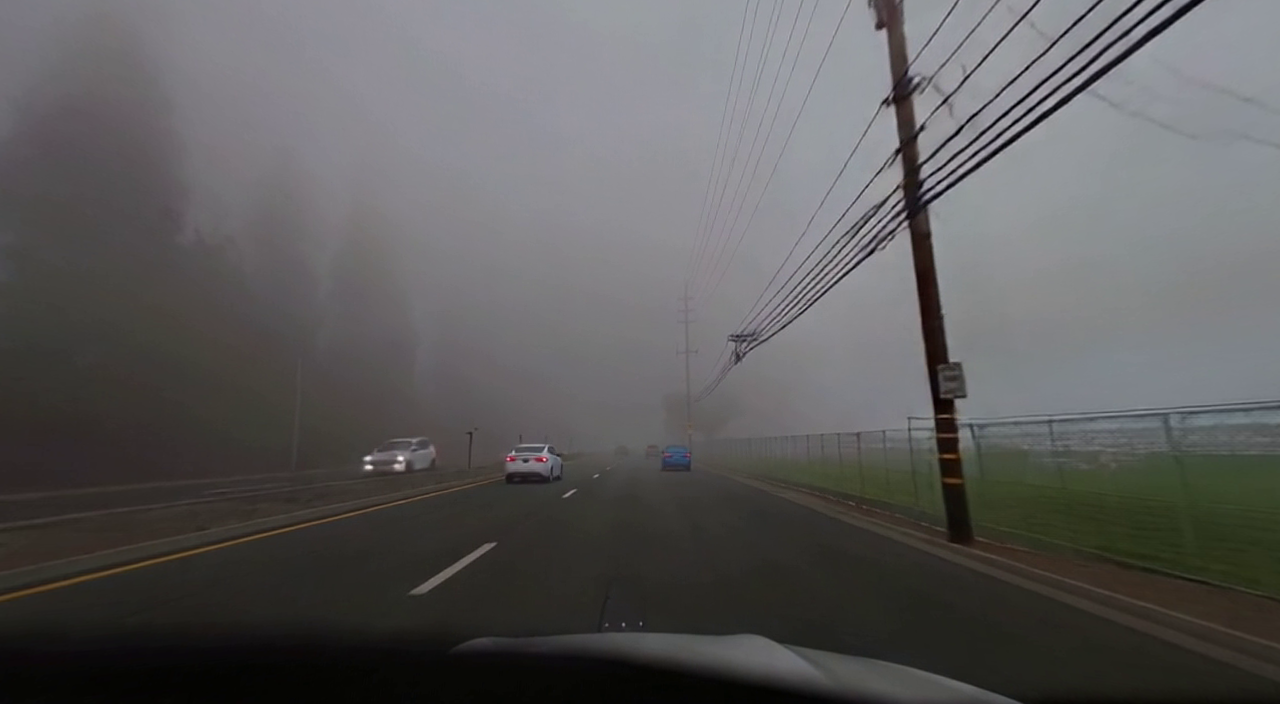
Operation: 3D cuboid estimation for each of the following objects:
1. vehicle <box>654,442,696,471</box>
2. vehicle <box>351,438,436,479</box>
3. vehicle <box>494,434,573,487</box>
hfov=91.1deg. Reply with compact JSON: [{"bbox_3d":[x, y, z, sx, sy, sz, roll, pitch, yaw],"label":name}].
[{"bbox_3d":[1.853,5.737,34.576,2.059,1.486,3.980,0,-8,0],"label":"vehicle"},{"bbox_3d":[-12.126,5.249,31.322,2.090,1.815,5.244,0,-8,1],"label":"vehicle"},{"bbox_3d":[-3.648,3.813,22.369,1.950,1.692,4.397,0,-8,1],"label":"vehicle"}]
